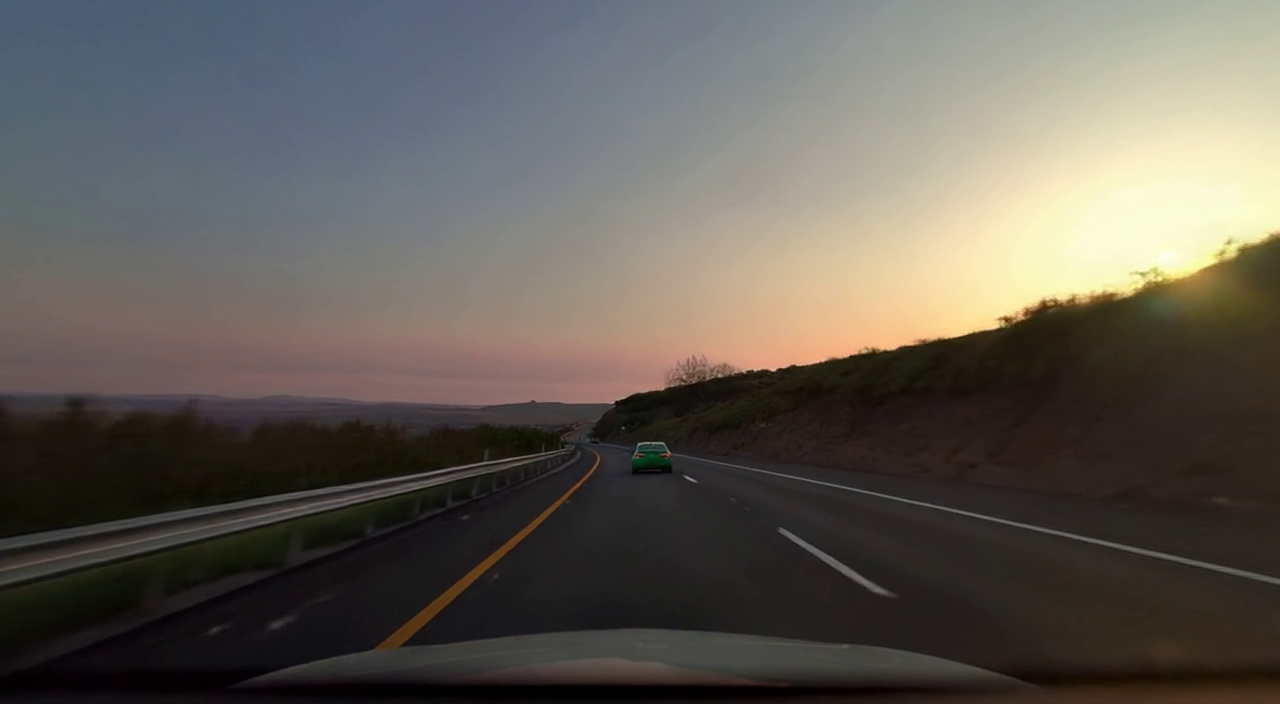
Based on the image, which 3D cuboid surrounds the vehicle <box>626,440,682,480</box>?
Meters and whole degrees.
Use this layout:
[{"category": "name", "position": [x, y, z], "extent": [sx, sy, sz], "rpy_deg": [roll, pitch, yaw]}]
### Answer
[{"category": "vehicle", "position": [0.497, 4.416, 26.105], "extent": [2.029, 1.474, 4.183], "rpy_deg": [0, -8, -2]}]
